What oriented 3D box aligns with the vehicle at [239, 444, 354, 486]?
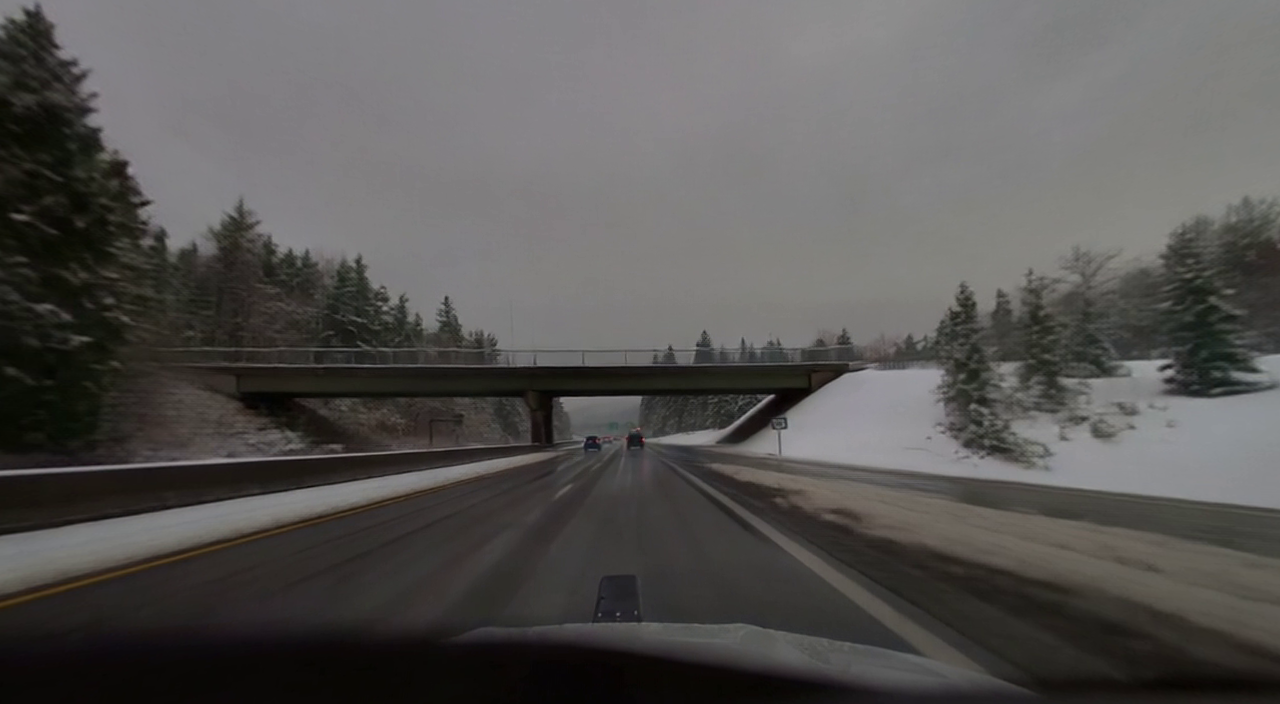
[{"bbox_3d":[-12.649,4.152,23.524,2.234,1.419,3.679,0,-8,-1],"label":"vehicle"}]
